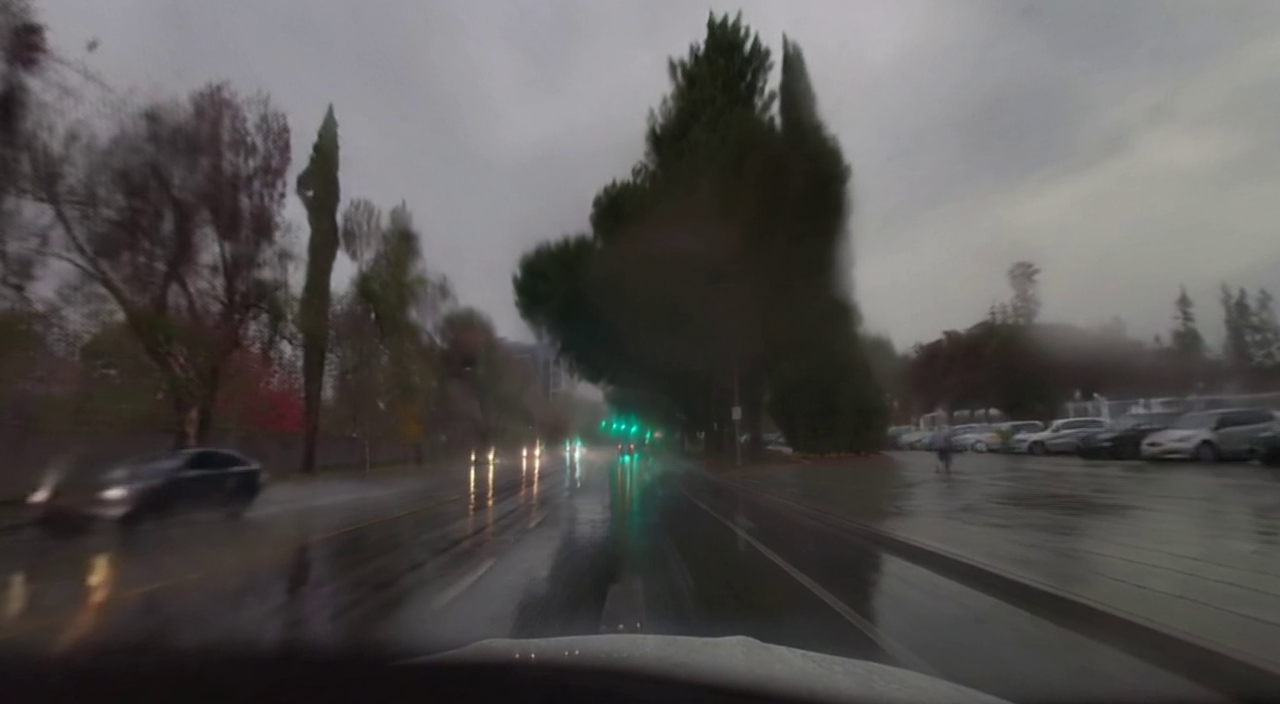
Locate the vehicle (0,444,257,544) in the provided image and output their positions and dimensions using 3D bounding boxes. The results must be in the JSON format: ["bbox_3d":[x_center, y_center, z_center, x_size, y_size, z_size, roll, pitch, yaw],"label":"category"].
[{"bbox_3d":[-10.573,2.852,13.503,2.000,1.728,4.510,1,-8,-2],"label":"vehicle"}]
